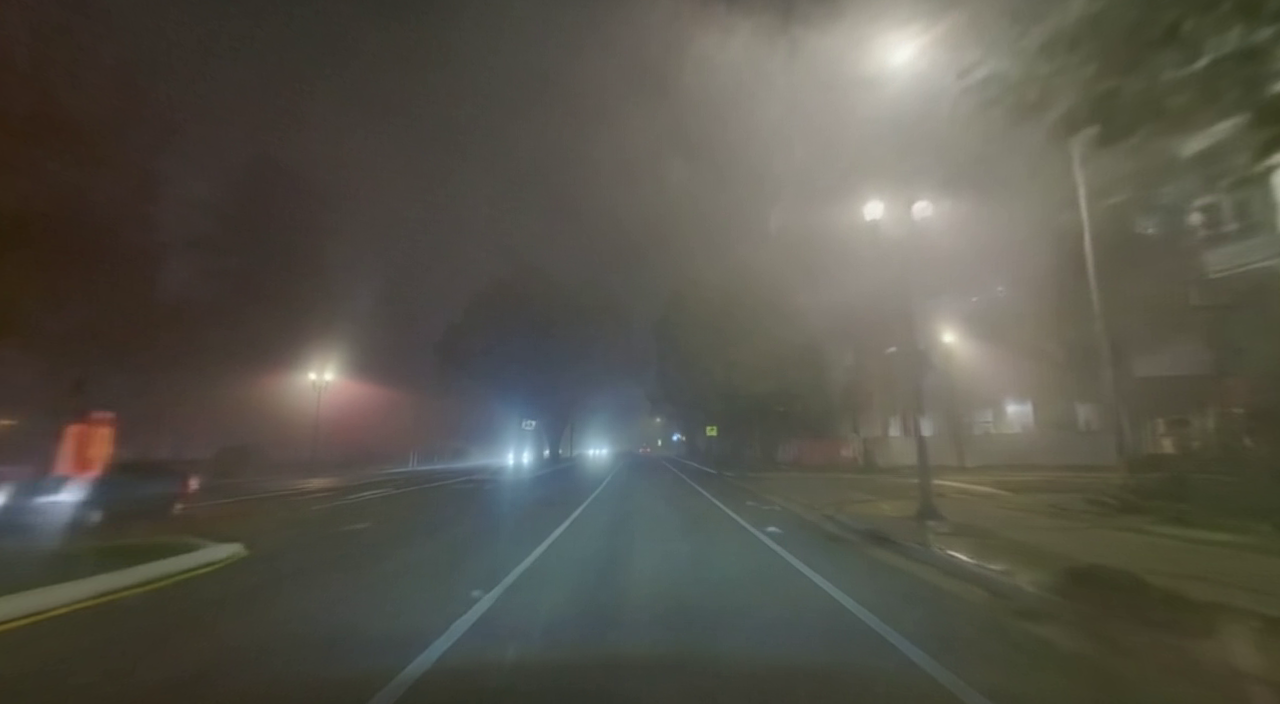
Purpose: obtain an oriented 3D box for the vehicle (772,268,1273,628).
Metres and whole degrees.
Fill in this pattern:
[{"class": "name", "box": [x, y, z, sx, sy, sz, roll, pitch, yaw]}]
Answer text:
[{"class": "vehicle", "box": [3.247, 0.873, 6.438, 2.849, 2.686, 3.176, -1, -8, -4]}]
